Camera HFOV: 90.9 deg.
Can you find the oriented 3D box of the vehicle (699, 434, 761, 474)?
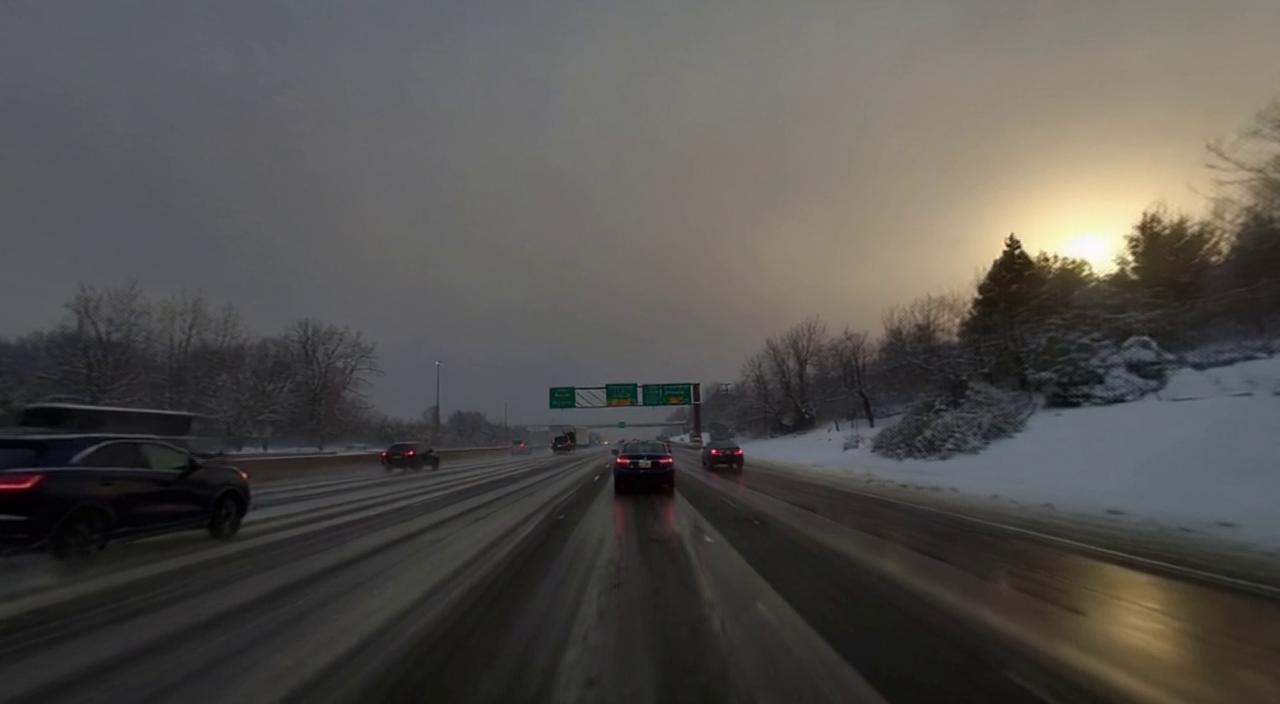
[{"bbox_3d":[4.106,4.752,29.548,2.100,1.707,4.342,0,-8,-2],"label":"vehicle"}]

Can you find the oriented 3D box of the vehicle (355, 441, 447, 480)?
[{"bbox_3d":[-10.140,4.615,27.243,2.019,1.510,4.992,0,-8,0],"label":"vehicle"}]

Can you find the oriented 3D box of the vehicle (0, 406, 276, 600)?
[{"bbox_3d":[-6.607,1.608,7.487,2.060,1.669,4.242,0,-8,-1],"label":"vehicle"}]

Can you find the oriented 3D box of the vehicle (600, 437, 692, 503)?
[{"bbox_3d":[0.086,2.951,16.234,2.042,1.446,4.269,0,-8,-1],"label":"vehicle"}]
